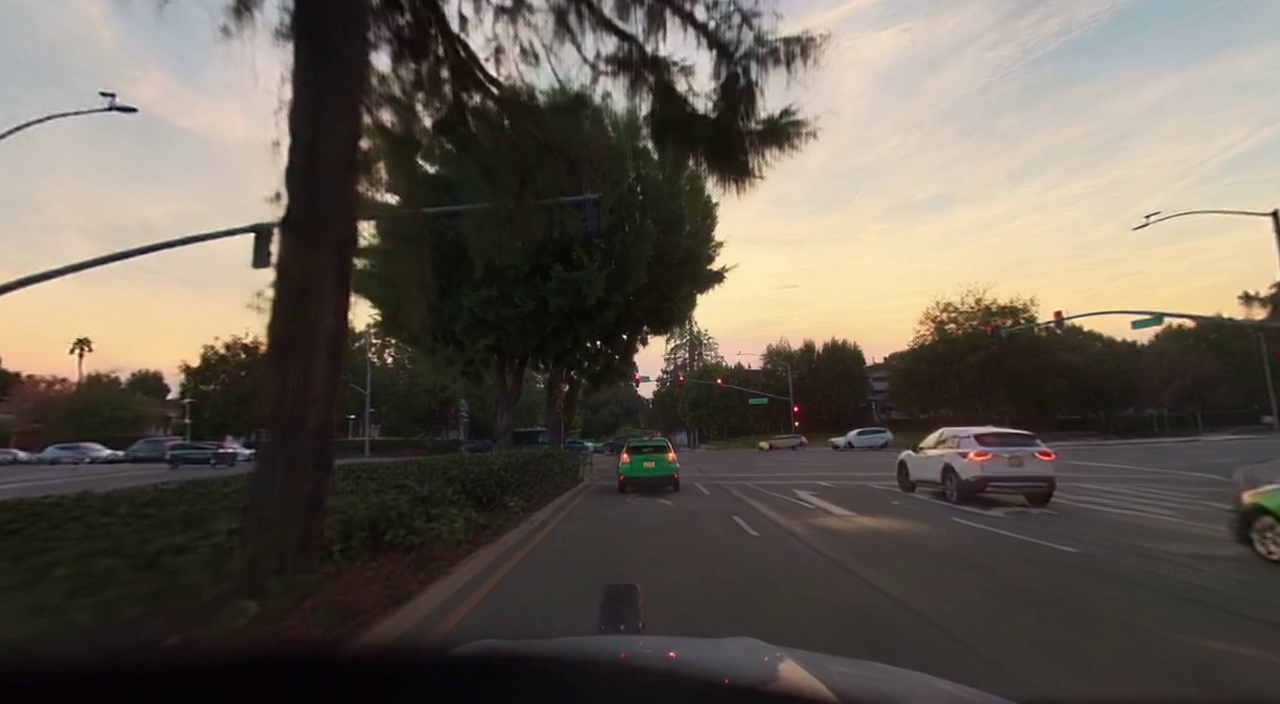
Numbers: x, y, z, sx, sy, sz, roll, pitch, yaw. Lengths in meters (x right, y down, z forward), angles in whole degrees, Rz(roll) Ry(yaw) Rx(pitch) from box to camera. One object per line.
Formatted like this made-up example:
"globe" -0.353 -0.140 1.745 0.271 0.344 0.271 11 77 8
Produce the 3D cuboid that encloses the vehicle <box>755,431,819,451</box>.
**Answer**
"vehicle" 11.265 6.851 48.548 4.507 1.440 1.736 0 -8 -1

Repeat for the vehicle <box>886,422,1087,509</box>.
"vehicle" 7.228 2.404 13.798 1.901 1.577 4.348 0 -8 0

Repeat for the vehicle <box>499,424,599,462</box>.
"vehicle" -4.549 4.660 32.252 4.786 1.803 1.967 -1 -8 1

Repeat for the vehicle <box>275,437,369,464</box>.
"vehicle" -18.023 5.588 35.868 4.399 1.445 1.769 -1 -8 2

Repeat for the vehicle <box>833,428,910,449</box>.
"vehicle" 16.150 6.074 44.226 4.667 1.450 1.818 0 -8 1

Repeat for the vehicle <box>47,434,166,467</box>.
"vehicle" -30.124 5.578 35.703 4.833 1.784 2.027 0 -8 0

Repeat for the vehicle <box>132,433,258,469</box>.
"vehicle" -22.721 5.066 32.333 4.921 1.757 2.036 -1 -8 2

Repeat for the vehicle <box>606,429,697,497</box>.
"vehicle" 0.220 2.778 16.106 2.041 1.485 3.813 0 -8 -1

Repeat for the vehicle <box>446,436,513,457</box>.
"vehicle" -12.081 7.136 47.707 4.564 1.475 1.767 0 -8 1
